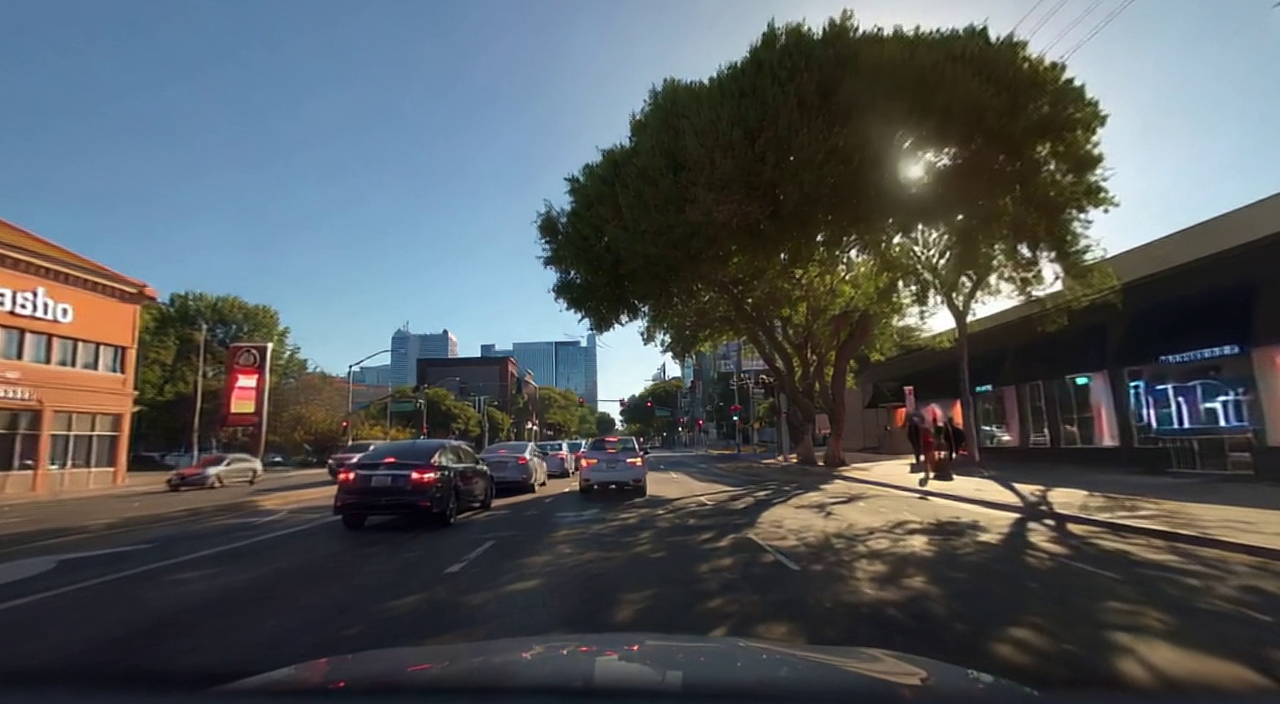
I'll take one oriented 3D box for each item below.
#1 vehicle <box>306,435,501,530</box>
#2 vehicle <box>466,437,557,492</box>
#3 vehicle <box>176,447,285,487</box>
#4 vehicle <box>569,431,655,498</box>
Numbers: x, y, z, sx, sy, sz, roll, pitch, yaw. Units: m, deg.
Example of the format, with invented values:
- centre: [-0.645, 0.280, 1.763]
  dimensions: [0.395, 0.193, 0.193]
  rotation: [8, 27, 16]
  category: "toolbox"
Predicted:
- centre: [-4.179, 2.369, 12.139]
  dimensions: [2.020, 1.457, 4.496]
  rotation: [0, -9, 0]
  category: "vehicle"
- centre: [-3.785, 3.385, 19.409]
  dimensions: [1.950, 1.487, 4.130]
  rotation: [0, -9, 0]
  category: "vehicle"
- centre: [-19.358, 5.425, 30.204]
  dimensions: [2.054, 1.724, 4.829]
  rotation: [0, -9, -2]
  category: "vehicle"
- centre: [-0.688, 2.974, 17.039]
  dimensions: [2.042, 1.555, 3.912]
  rotation: [0, -9, 0]
  category: "vehicle"
